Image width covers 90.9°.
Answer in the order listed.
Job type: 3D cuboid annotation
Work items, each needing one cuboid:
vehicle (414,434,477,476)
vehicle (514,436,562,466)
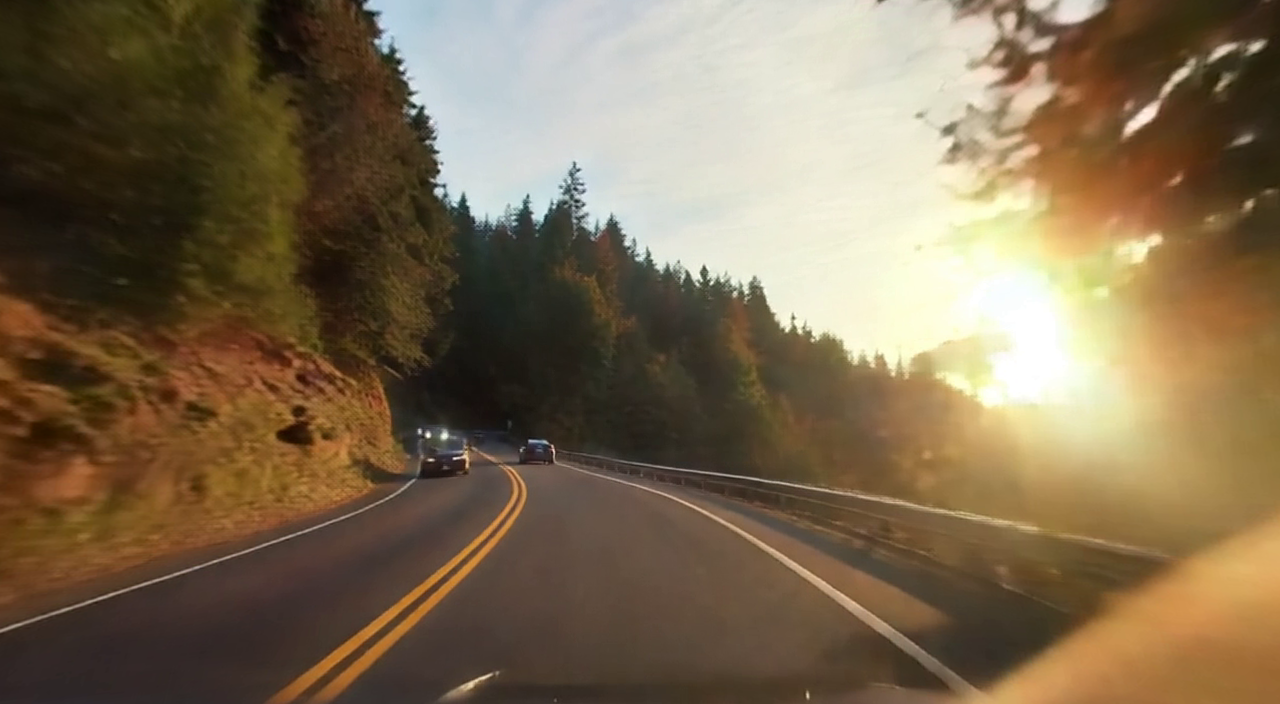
[{"bbox_3d":[-8.155,4.350,26.862,2.167,1.602,4.548,2,-8,-13],"label":"vehicle"},{"bbox_3d":[-5.672,5.407,34.617,2.120,1.491,4.349,3,-8,-14],"label":"vehicle"}]
